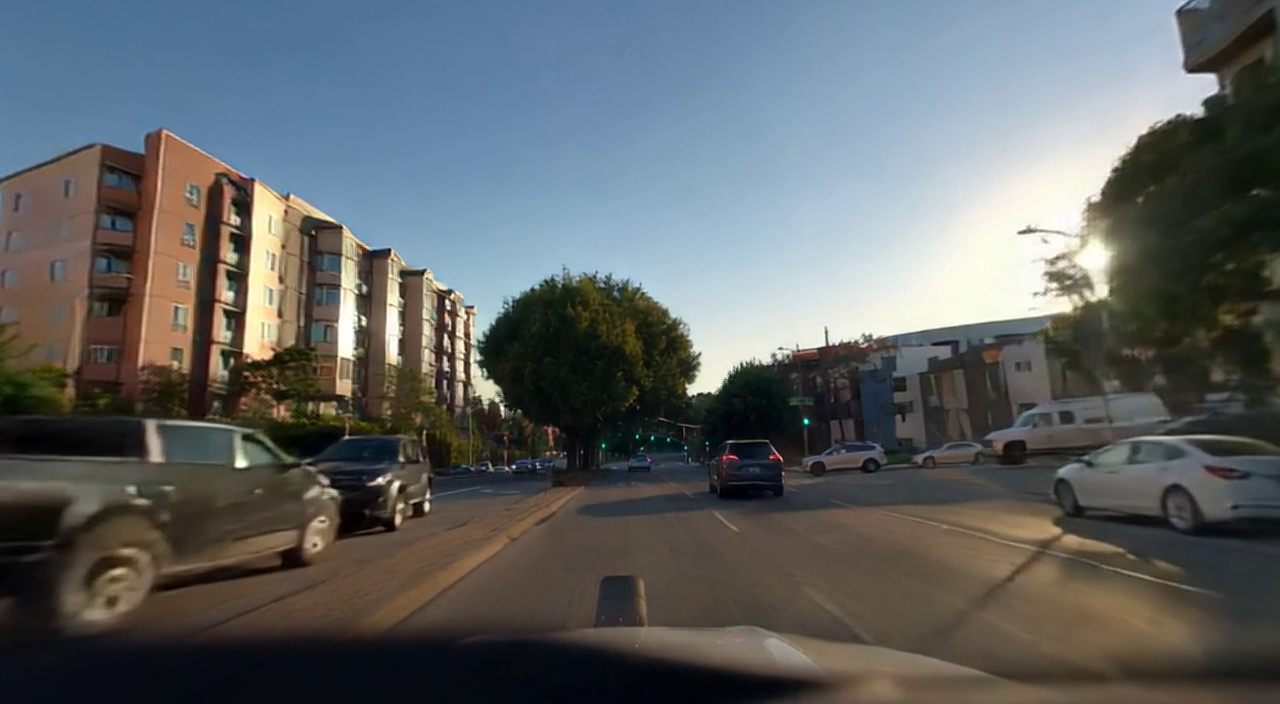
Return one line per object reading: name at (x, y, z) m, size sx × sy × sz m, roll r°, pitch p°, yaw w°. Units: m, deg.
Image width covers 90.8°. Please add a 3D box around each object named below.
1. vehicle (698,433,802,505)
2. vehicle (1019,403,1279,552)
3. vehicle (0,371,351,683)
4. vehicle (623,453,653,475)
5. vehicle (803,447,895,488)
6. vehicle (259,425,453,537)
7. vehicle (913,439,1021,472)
vehicle at (3.083, 3.418, 18.934) m, size 2.129 × 1.844 × 4.767 m, roll 0°, pitch -8°, yaw -2°
vehicle at (8.964, 1.993, 10.757) m, size 1.939 × 1.927 × 4.833 m, roll 0°, pitch -8°, yaw -1°
vehicle at (-4.838, 1.305, 5.512) m, size 2.009 × 1.837 × 5.590 m, roll 0°, pitch -8°, yaw 0°
vehicle at (-0.197, 8.180, 46.360) m, size 2.059 × 1.492 × 4.033 m, roll 0°, pitch -8°, yaw -2°
vehicle at (8.683, 4.820, 26.804) m, size 1.940 × 1.512 × 5.129 m, roll 0°, pitch -8°, yaw -3°
vehicle at (-5.482, 2.518, 13.005) m, size 2.080 × 1.857 × 4.456 m, roll 0°, pitch -8°, yaw -3°
vehicle at (16.914, 5.352, 32.782) m, size 4.612 × 1.632 × 1.858 m, roll 1°, pitch -8°, yaw -6°
